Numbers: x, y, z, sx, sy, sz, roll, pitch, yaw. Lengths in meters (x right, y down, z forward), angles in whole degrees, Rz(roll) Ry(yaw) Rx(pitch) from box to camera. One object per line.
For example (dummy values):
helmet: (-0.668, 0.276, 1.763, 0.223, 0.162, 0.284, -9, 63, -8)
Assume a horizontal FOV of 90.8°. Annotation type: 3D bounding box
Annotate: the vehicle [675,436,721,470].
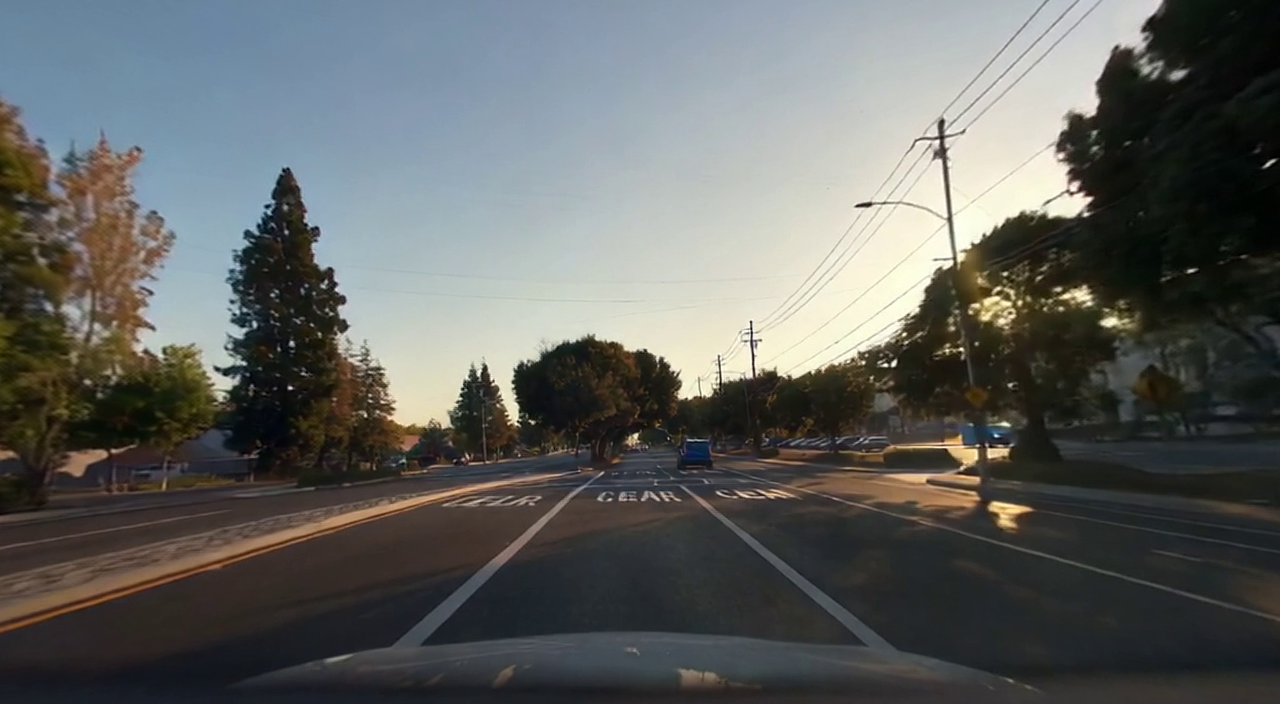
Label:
vehicle: (3.257, 5.762, 36.332, 2.086, 1.803, 4.607, 0, -8, -2)
